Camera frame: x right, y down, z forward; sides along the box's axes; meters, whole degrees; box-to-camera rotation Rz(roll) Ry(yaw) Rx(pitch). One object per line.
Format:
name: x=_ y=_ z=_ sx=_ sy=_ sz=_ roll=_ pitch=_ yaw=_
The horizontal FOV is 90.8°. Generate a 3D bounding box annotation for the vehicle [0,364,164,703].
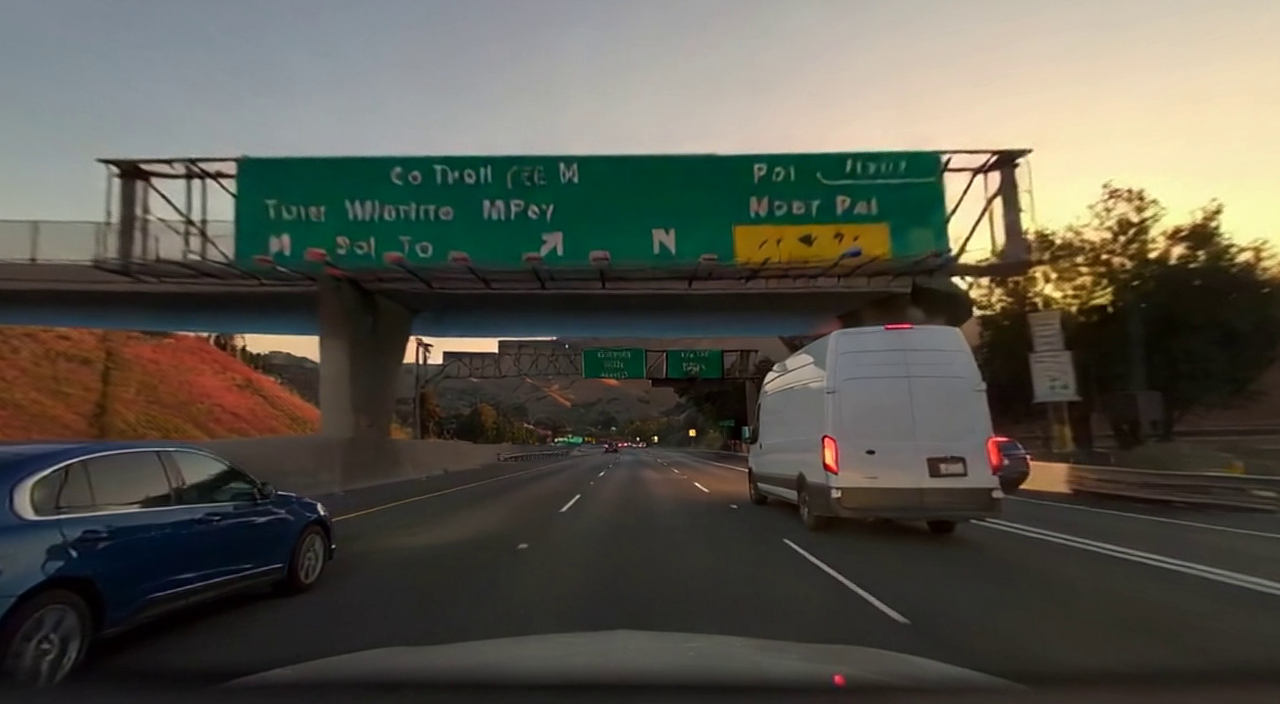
vehicle: x=-3.954 y=0.715 z=1.743 sx=2.000 sy=1.646 sz=4.201 roll=0 pitch=-8 yaw=-1

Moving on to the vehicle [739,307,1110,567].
vehicle: x=3.486 y=1.352 z=10.025 sx=2.629 sy=2.718 sz=6.740 roll=0 pitch=-8 yaw=-1

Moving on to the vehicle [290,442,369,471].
vehicle: x=-17.912 y=6.027 z=36.714 sx=2.044 sy=1.573 sz=4.964 roll=0 pitch=-8 yaw=1
